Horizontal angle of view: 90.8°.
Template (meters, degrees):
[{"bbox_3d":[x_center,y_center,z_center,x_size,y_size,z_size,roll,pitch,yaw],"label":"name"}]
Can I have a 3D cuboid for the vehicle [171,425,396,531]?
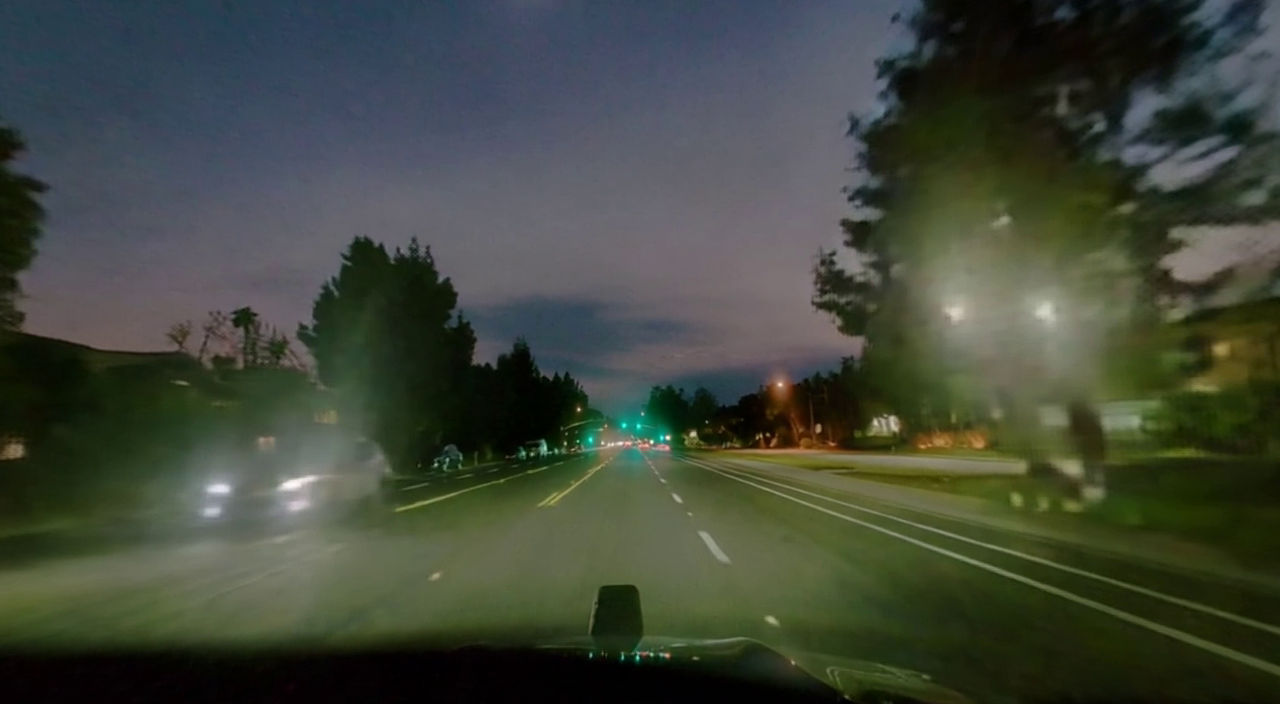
[{"bbox_3d":[-7.043,2.516,13.220,2.054,1.814,4.543,0,-9,-1],"label":"vehicle"}]

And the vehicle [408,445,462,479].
[{"bbox_3d":[-12.404,6.628,38.461,2.000,1.821,4.314,-2,-8,-3],"label":"vehicle"}]
